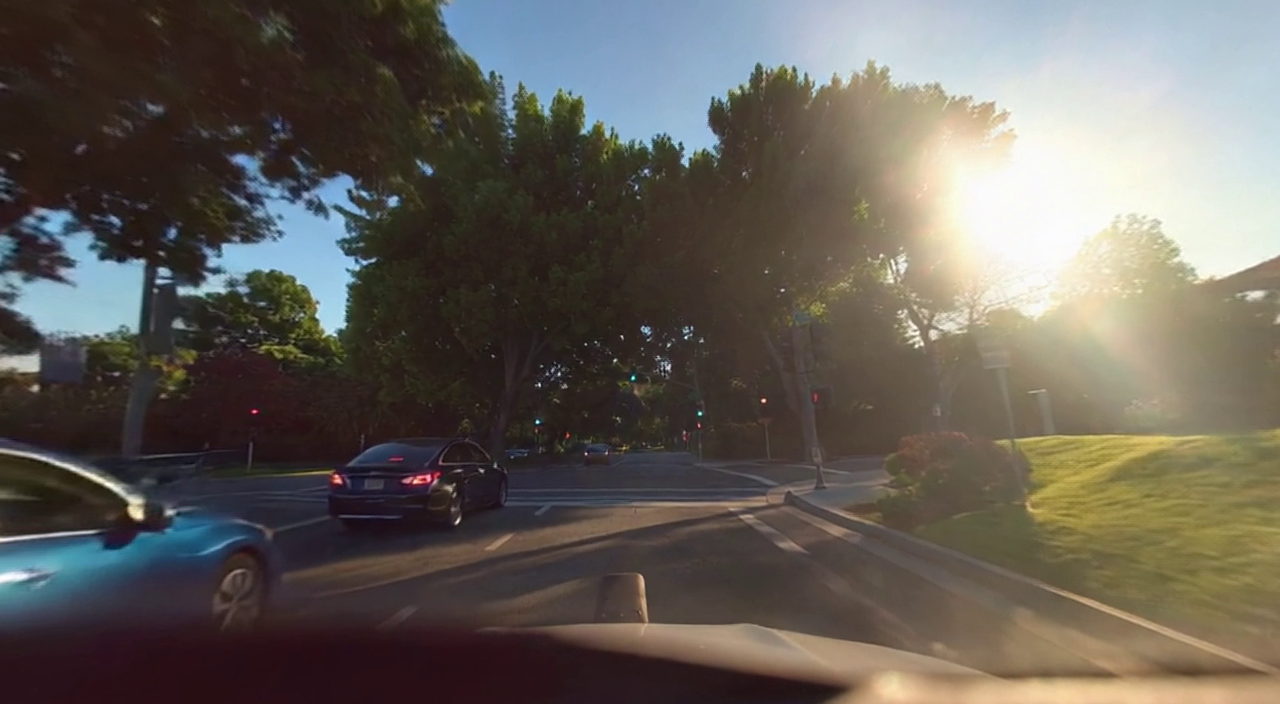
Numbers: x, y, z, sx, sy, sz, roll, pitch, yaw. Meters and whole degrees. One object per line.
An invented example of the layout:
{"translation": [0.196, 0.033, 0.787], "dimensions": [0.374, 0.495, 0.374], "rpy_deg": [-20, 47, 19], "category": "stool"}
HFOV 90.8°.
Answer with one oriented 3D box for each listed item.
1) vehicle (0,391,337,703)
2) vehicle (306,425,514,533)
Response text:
{"translation": [-3.441, 0.936, 2.623], "dimensions": [2.038, 1.486, 4.678], "rpy_deg": [0, -9, 0], "category": "vehicle"}
{"translation": [-3.701, 2.140, 11.228], "dimensions": [1.980, 1.508, 4.502], "rpy_deg": [0, -9, 0], "category": "vehicle"}
